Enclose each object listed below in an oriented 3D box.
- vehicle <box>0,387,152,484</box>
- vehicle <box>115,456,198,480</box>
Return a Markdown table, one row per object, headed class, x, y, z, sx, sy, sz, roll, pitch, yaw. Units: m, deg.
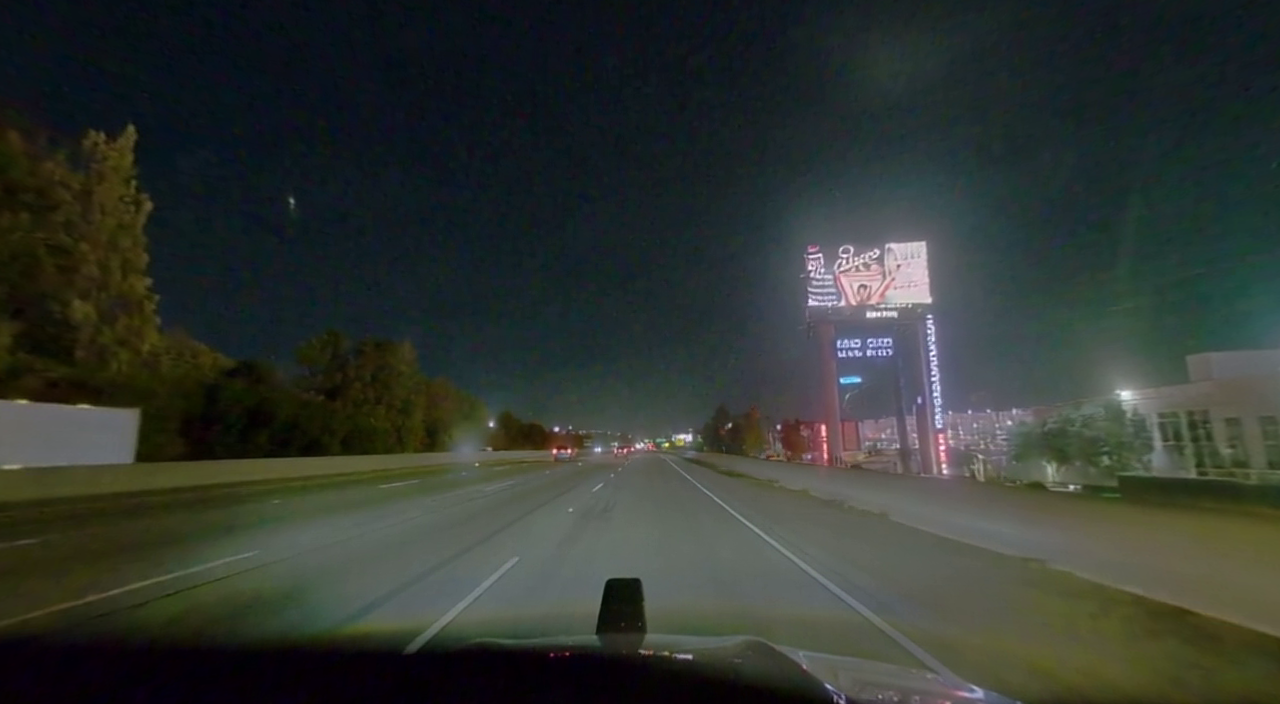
| class | x | y | z | sx | sy | sz | roll | pitch | yaw |
| --- | --- | --- | --- | --- | --- | --- | --- | --- | --- |
| vehicle | -28.239 | 3.489 | 26.305 | 2.907 | 4.026 | 15.848 | 0 | -8 | 1 |
| vehicle | -31.805 | 7.606 | 41.658 | 1.832 | 1.441 | 4.503 | 0 | -9 | 0 |
